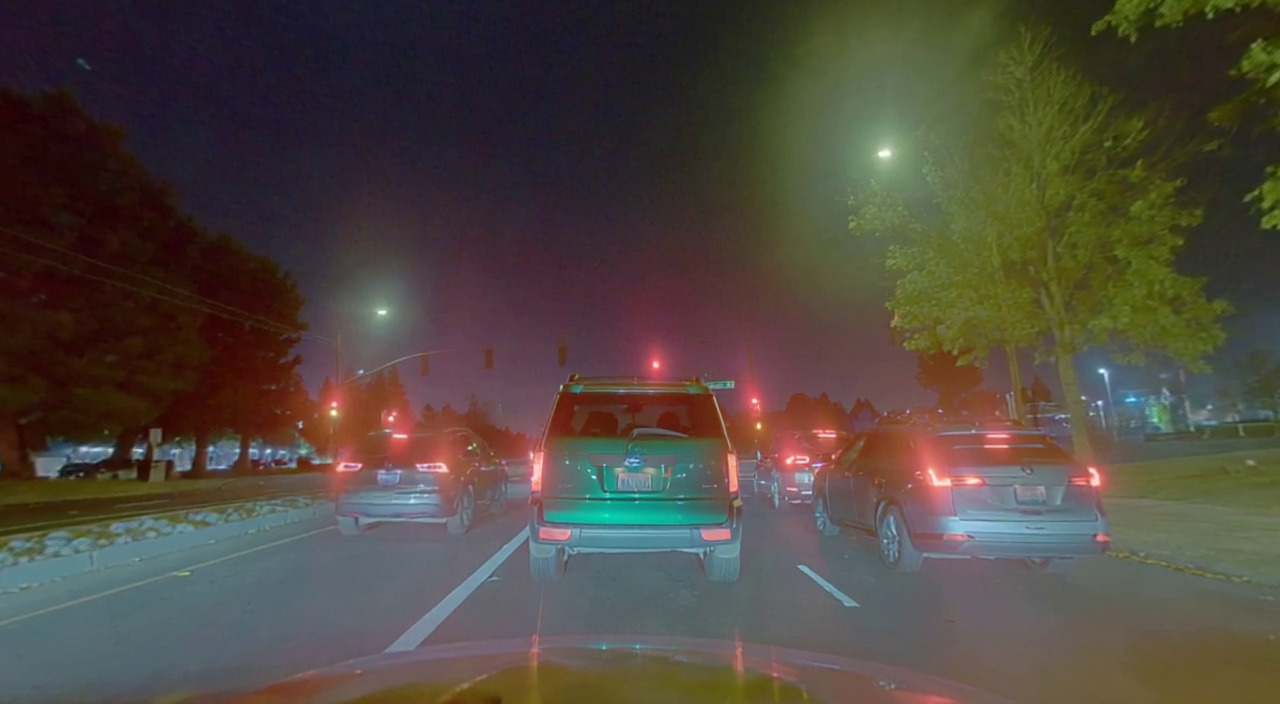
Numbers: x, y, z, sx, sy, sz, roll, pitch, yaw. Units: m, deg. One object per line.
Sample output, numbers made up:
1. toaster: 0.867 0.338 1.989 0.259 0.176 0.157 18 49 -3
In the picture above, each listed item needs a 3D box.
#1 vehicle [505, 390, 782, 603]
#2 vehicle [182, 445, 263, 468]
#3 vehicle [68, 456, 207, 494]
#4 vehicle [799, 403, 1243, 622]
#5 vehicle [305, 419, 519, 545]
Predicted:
1. vehicle: 0.017 1.491 7.261 2.294 1.761 3.857 0 -9 0
2. vehicle: -30.002 7.511 45.459 4.403 1.532 1.914 0 -8 -3
3. vehicle: -22.200 5.418 28.220 2.312 1.443 4.684 0 -9 0
4. vehicle: 3.473 1.551 7.054 2.202 1.657 4.298 0 -9 -1
5. vehicle: -3.399 2.021 10.410 1.961 1.639 4.064 0 -9 0
